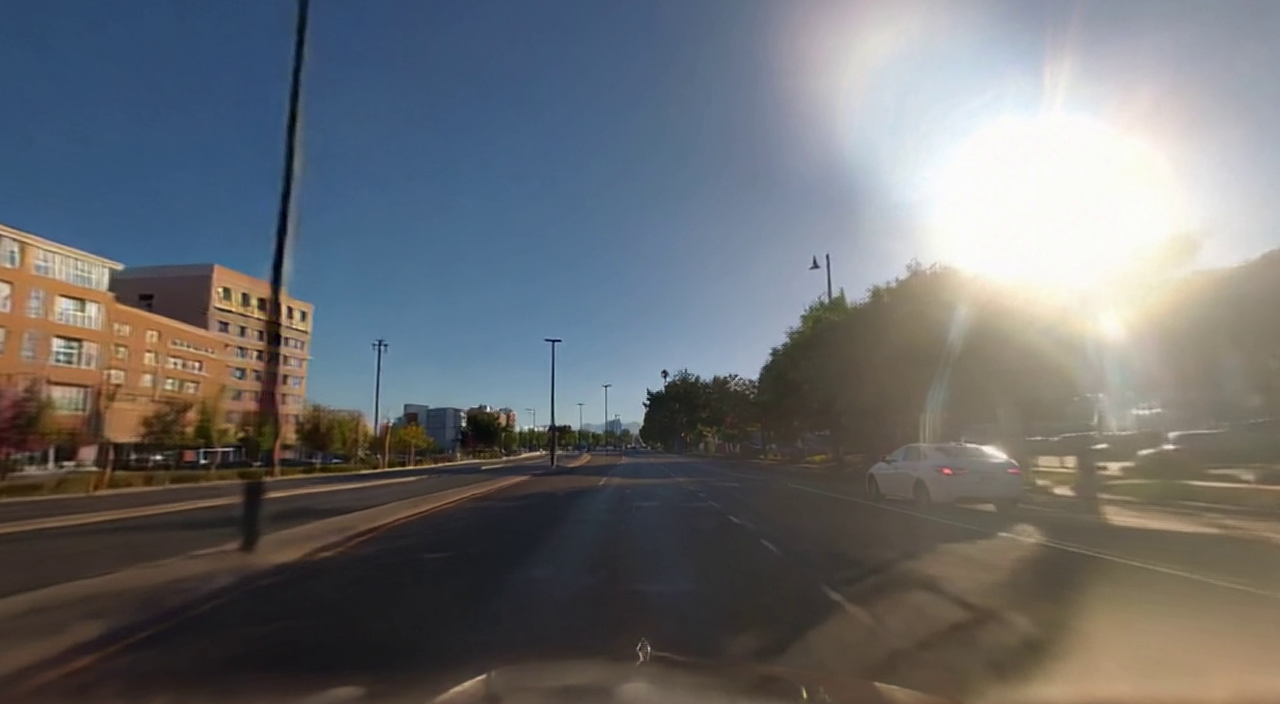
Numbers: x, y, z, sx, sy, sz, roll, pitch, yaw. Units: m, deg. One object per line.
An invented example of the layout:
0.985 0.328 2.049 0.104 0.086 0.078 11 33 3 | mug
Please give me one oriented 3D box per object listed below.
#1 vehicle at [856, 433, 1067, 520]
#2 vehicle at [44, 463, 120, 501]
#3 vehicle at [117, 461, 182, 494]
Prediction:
6.411 2.528 13.384 1.913 1.504 4.738 0 -9 -1 | vehicle
-27.590 6.335 31.171 4.967 1.587 2.096 -8 -12 42 | vehicle
-27.240 6.897 35.008 5.281 1.586 1.979 -8 -12 43 | vehicle
